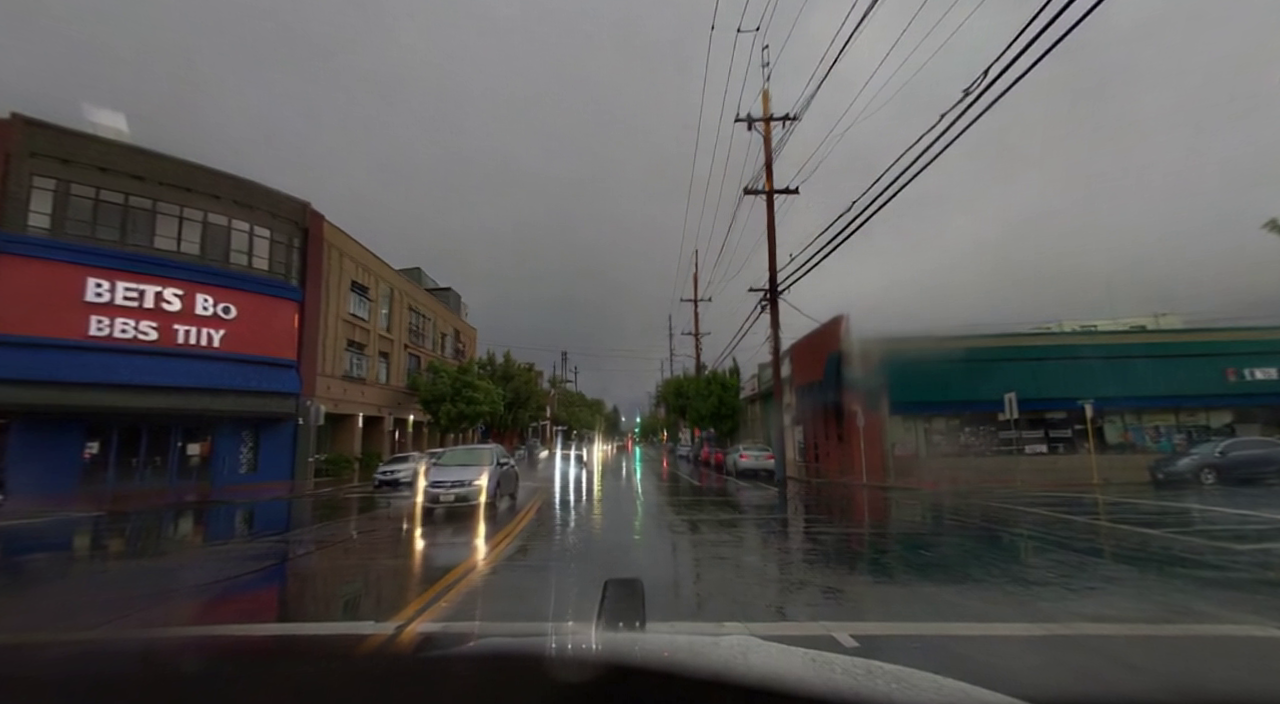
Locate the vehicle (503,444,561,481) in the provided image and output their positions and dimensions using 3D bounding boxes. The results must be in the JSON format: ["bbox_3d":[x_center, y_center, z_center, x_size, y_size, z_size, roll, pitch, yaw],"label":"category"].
[{"bbox_3d":[-4.785,4.957,28.634,2.050,1.505,4.219,0,-8,-2],"label":"vehicle"}]

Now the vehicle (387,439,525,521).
[{"bbox_3d":[-3.836,2.714,13.969,1.914,1.506,4.125,0,-8,-2],"label":"vehicle"}]

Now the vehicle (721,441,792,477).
[{"bbox_3d":[5.585,5.182,30.863,1.963,1.646,4.204,2,-9,-11],"label":"vehicle"}]

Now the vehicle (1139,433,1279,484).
[{"bbox_3d":[18.620,3.287,19.677,4.368,1.479,1.985,0,-8,1],"label":"vehicle"}]

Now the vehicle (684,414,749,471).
[{"bbox_3d":[4.594,5.680,39.571,2.815,3.203,7.558,0,-8,-2],"label":"vehicle"}]
